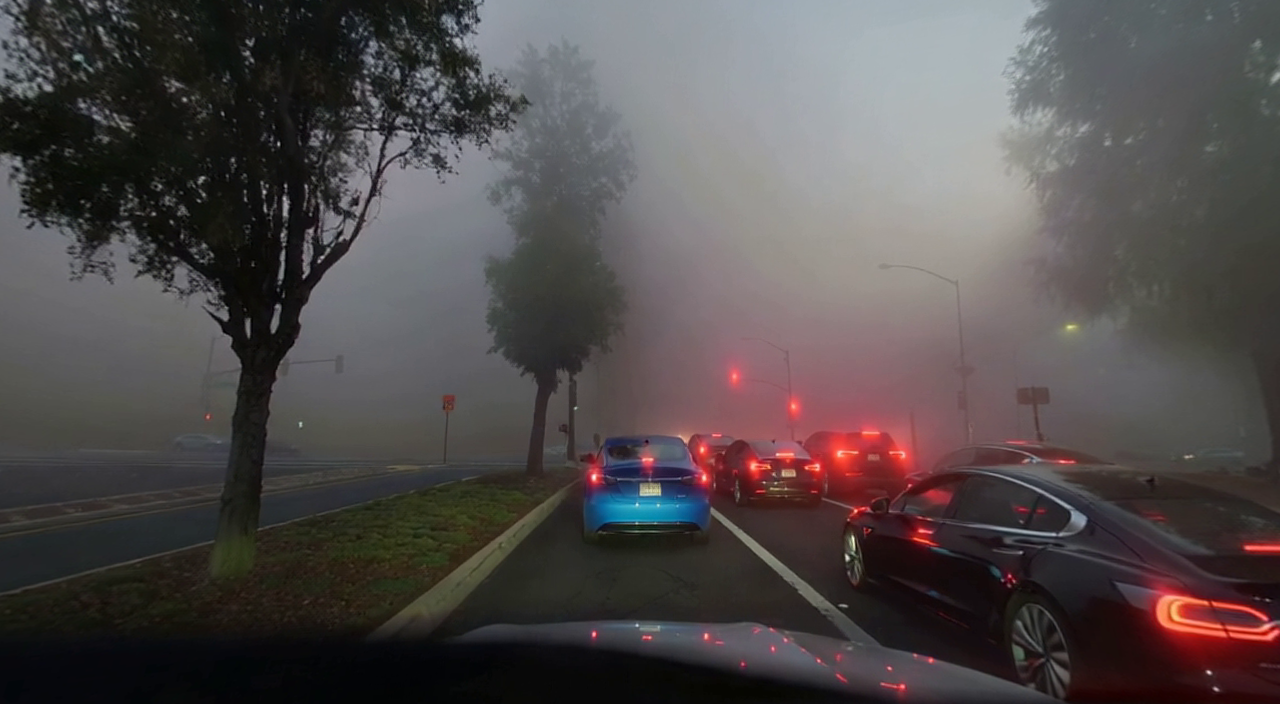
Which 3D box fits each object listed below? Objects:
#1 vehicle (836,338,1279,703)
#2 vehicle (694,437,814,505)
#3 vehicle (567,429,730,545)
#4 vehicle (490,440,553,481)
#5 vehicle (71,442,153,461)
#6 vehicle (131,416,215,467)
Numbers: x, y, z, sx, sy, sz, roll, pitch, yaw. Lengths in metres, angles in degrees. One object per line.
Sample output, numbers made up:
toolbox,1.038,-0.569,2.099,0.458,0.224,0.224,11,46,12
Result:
vehicle,3.188,1.108,4.307,2.167,1.676,4.443,0,-8,-1
vehicle,2.697,2.931,16.048,2.058,1.466,4.208,0,-8,-3
vehicle,0.029,2.086,10.492,2.147,1.499,4.240,0,-8,-2
vehicle,-4.636,4.283,25.273,1.972,1.457,4.171,0,-8,-4
vehicle,-40.313,7.573,48.305,4.418,1.415,1.941,0,-8,-2
vehicle,-29.264,5.611,39.713,2.608,2.990,3.026,2,-8,3
